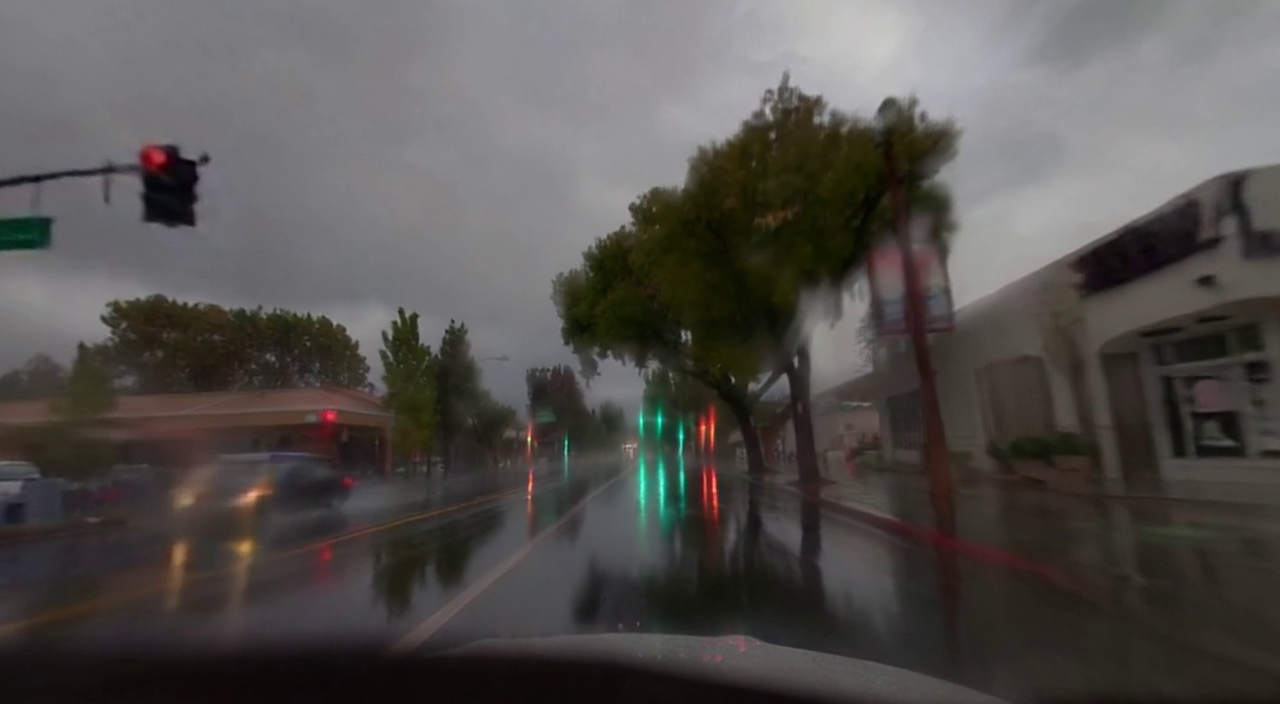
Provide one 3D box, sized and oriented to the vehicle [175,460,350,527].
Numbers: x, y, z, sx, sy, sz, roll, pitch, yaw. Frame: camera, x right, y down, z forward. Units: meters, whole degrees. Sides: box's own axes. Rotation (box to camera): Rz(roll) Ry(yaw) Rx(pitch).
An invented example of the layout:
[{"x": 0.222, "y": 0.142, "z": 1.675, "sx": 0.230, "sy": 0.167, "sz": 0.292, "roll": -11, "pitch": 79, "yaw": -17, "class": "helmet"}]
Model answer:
[{"x": -10.255, "y": 3.843, "z": 17.601, "sx": 1.889, "sy": 1.499, "sz": 4.541, "roll": -1, "pitch": -9, "yaw": 3, "class": "vehicle"}]
